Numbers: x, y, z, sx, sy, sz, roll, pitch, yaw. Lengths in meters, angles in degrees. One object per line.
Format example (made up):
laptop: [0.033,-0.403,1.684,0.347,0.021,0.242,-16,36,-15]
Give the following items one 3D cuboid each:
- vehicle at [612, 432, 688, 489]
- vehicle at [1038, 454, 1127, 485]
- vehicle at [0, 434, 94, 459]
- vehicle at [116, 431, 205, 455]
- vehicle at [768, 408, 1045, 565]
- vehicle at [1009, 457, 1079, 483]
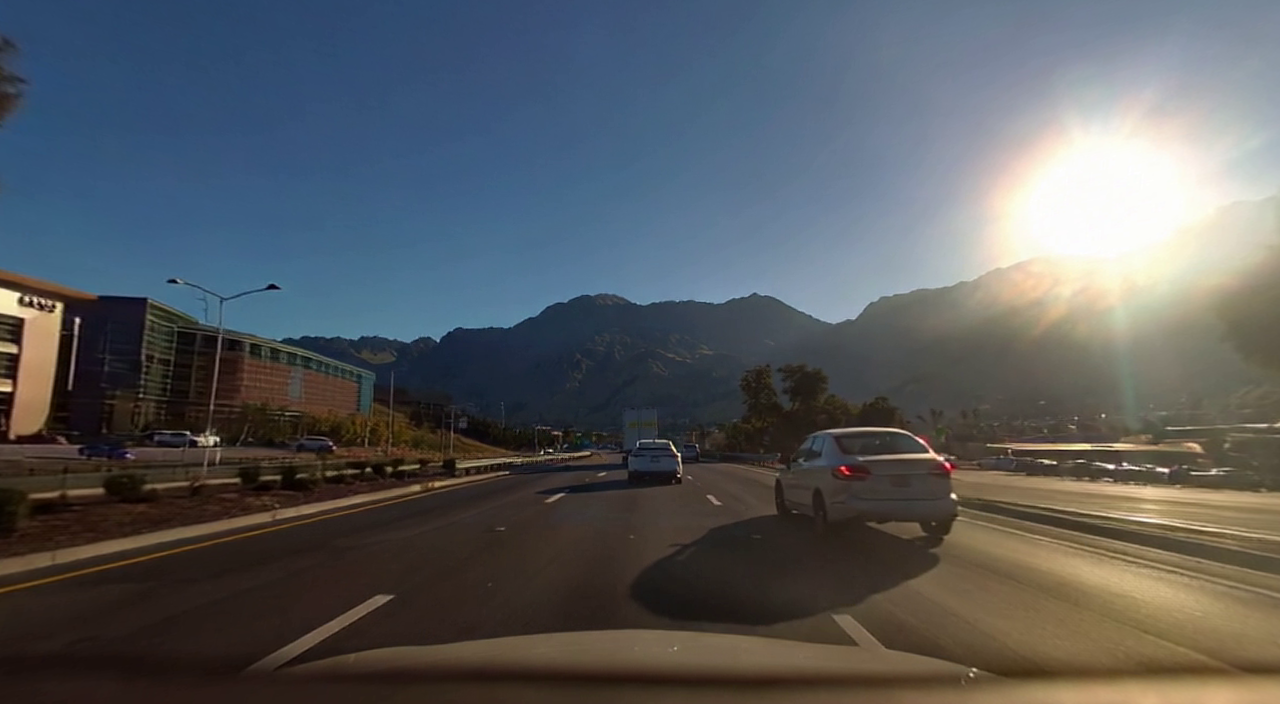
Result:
vehicle: [0.292,3.443,20.245,2.193,1.651,3.946,0,-8,0]
vehicle: [27.438,7.271,39.138,2.108,1.735,4.476,0,-8,-3]
vehicle: [-35.707,5.624,37.272,4.425,1.423,1.949,4,-9,-23]
vehicle: [-35.363,6.731,46.469,4.786,1.697,1.895,4,-9,-24]
vehicle: [3.372,1.794,9.149,2.010,1.692,4.516,0,-8,0]
vehicle: [24.917,7.261,38.865,1.751,1.439,3.847,0,-8,-1]
